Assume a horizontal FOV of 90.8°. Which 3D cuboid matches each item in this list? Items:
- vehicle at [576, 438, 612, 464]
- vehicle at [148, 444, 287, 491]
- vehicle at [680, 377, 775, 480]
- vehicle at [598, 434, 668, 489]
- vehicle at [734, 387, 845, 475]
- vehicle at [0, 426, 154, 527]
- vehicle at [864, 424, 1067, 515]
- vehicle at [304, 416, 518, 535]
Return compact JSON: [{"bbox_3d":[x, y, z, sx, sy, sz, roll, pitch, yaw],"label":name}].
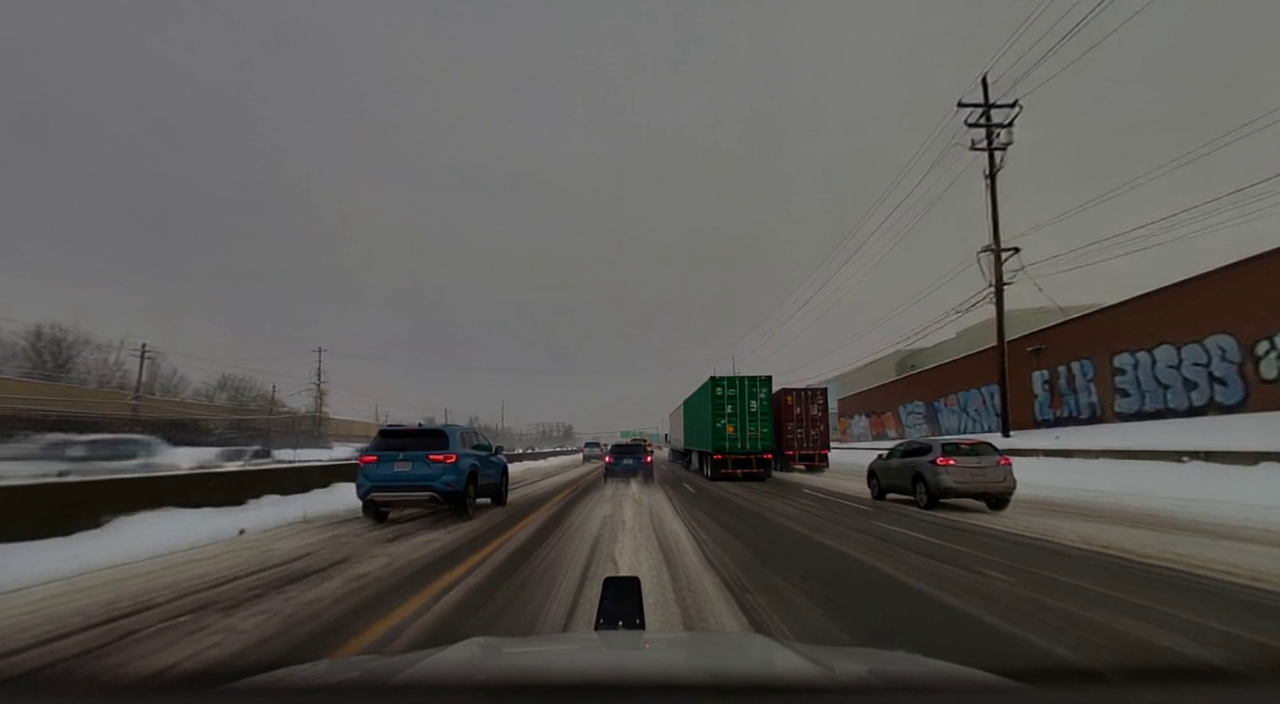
[{"bbox_3d":[-3.343,7.372,46.975,2.243,1.820,4.473,0,-9,1],"label":"vehicle"},{"bbox_3d":[-14.766,4.035,22.482,1.872,1.482,4.584,0,-9,-1],"label":"vehicle"},{"bbox_3d":[3.854,3.980,31.453,2.800,4.039,13.179,0,-9,0],"label":"vehicle"},{"bbox_3d":[-0.219,3.751,21.880,2.191,1.685,4.015,0,-9,0],"label":"vehicle"},{"bbox_3d":[7.780,4.576,35.317,2.868,4.017,12.827,0,-9,-1],"label":"vehicle"},{"bbox_3d":[-11.037,2.100,10.882,2.133,1.548,4.026,0,-9,-1],"label":"vehicle"},{"bbox_3d":[7.103,2.623,14.547,2.202,1.731,4.628,0,-9,0],"label":"vehicle"},{"bbox_3d":[-3.957,2.242,12.020,2.264,1.804,4.584,0,-9,1],"label":"vehicle"}]
